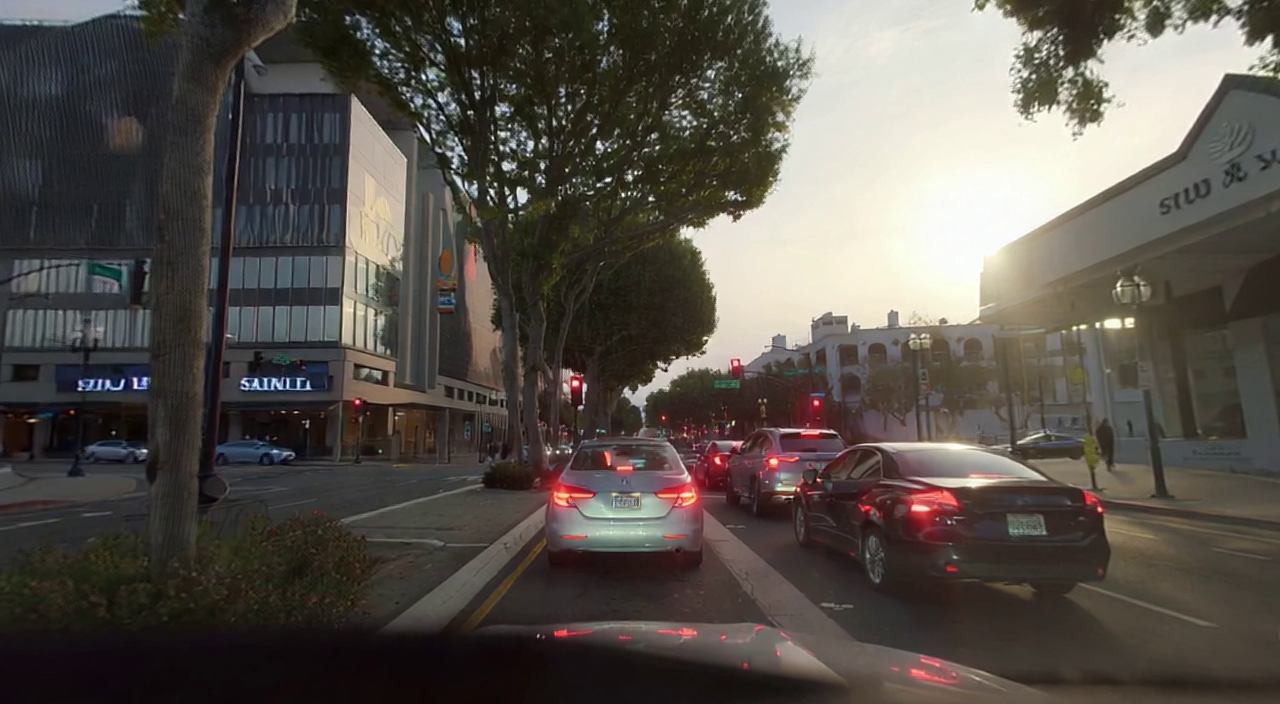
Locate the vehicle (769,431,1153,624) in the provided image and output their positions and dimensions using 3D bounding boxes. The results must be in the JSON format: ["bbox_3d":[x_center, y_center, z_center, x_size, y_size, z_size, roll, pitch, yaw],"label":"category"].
[{"bbox_3d":[2.905,1.654,7.005,1.893,1.446,4.270,0,-8,-2],"label":"vehicle"}]

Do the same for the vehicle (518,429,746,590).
[{"bbox_3d":[-0.094,1.753,7.925,2.087,1.456,4.143,0,-8,-1],"label":"vehicle"}]
